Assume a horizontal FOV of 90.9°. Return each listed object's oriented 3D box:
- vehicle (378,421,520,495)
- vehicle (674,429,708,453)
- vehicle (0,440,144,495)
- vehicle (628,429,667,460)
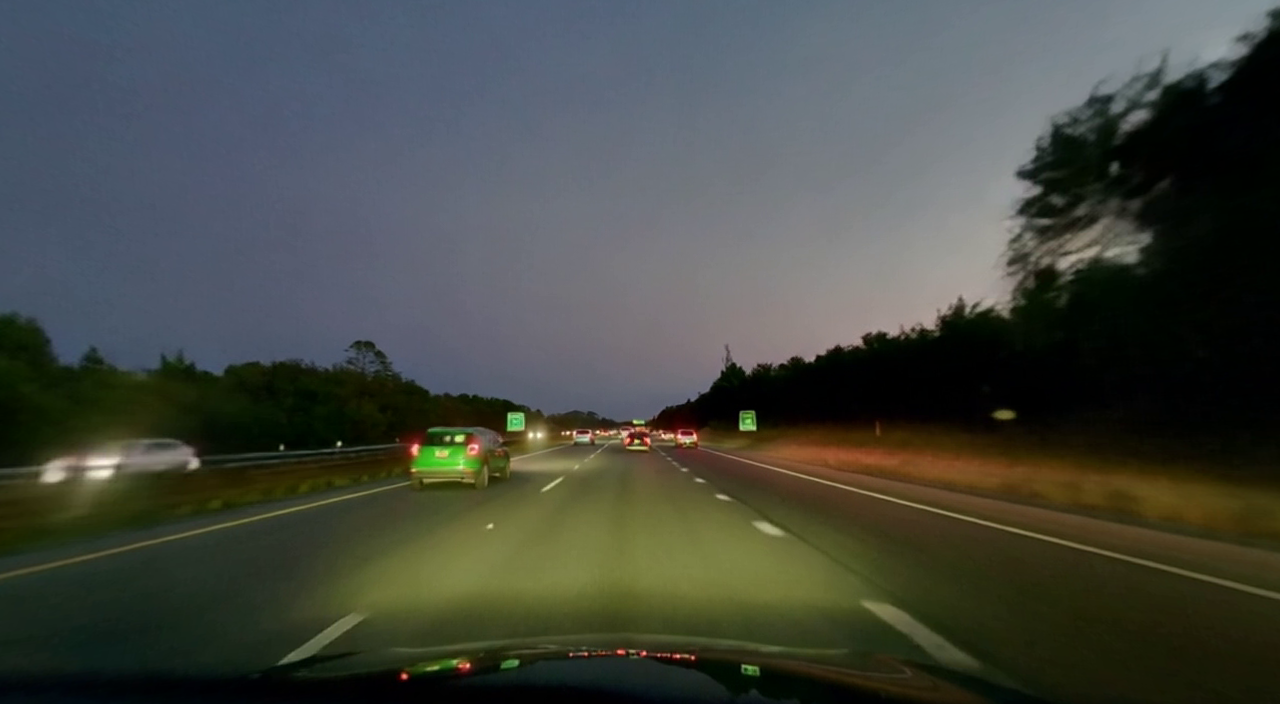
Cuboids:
[{"bbox_3d":[-4.417,2.510,15.481,2.023,1.512,4.804,0,-7,0],"label":"vehicle"},{"bbox_3d":[3.399,6.022,42.755,1.841,1.491,3.869,0,-7,-2],"label":"vehicle"},{"bbox_3d":[-17.207,3.384,18.857,1.747,1.428,3.719,0,-7,-1],"label":"vehicle"},{"bbox_3d":[0.367,4.588,31.517,1.869,1.466,3.356,0,-7,1],"label":"vehicle"}]
